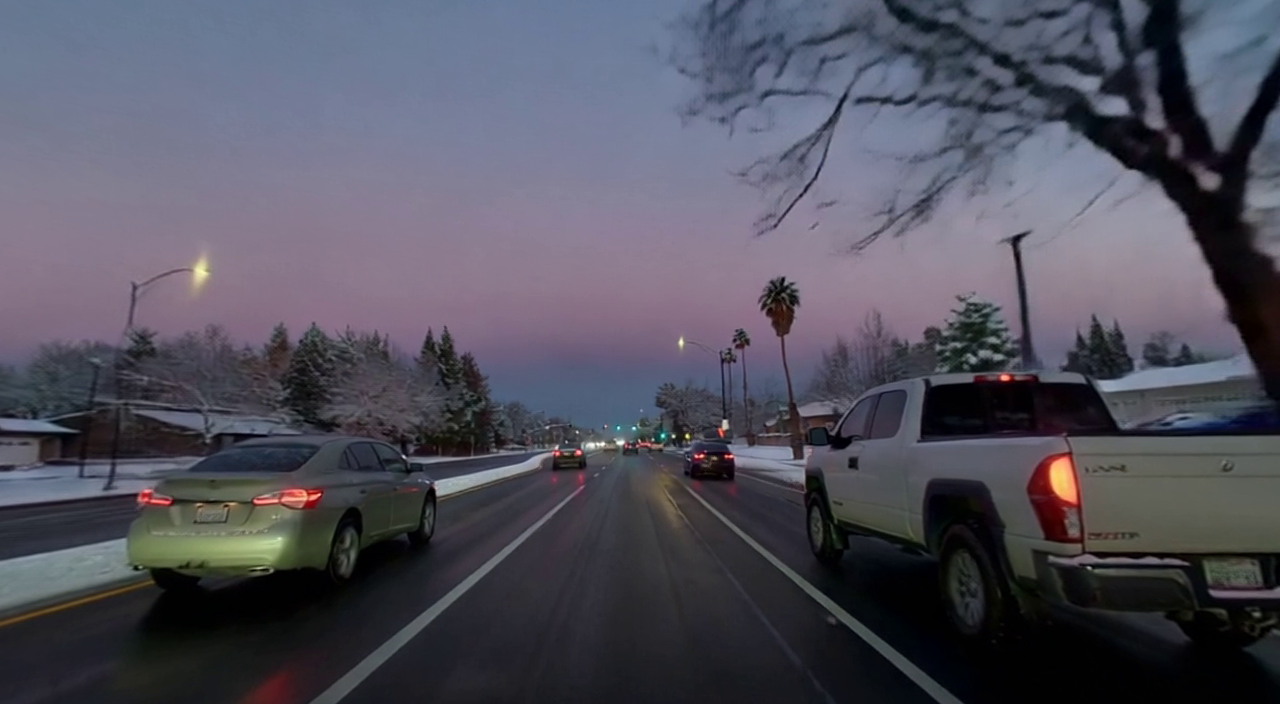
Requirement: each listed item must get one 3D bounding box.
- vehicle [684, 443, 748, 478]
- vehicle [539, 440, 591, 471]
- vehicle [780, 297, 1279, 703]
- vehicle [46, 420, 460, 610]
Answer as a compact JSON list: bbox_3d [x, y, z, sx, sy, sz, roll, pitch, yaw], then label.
[{"bbox_3d":[3.324,4.879,28.611,2.149,1.421,4.805,0,-9,-2],"label":"vehicle"},{"bbox_3d":[-4.002,5.610,34.347,2.263,1.548,4.555,0,-9,0],"label":"vehicle"},{"bbox_3d":[3.237,1.156,5.829,2.478,2.030,5.723,0,-9,-1],"label":"vehicle"},{"bbox_3d":[-3.742,1.643,7.310,2.094,1.509,4.286,0,-9,0],"label":"vehicle"}]
